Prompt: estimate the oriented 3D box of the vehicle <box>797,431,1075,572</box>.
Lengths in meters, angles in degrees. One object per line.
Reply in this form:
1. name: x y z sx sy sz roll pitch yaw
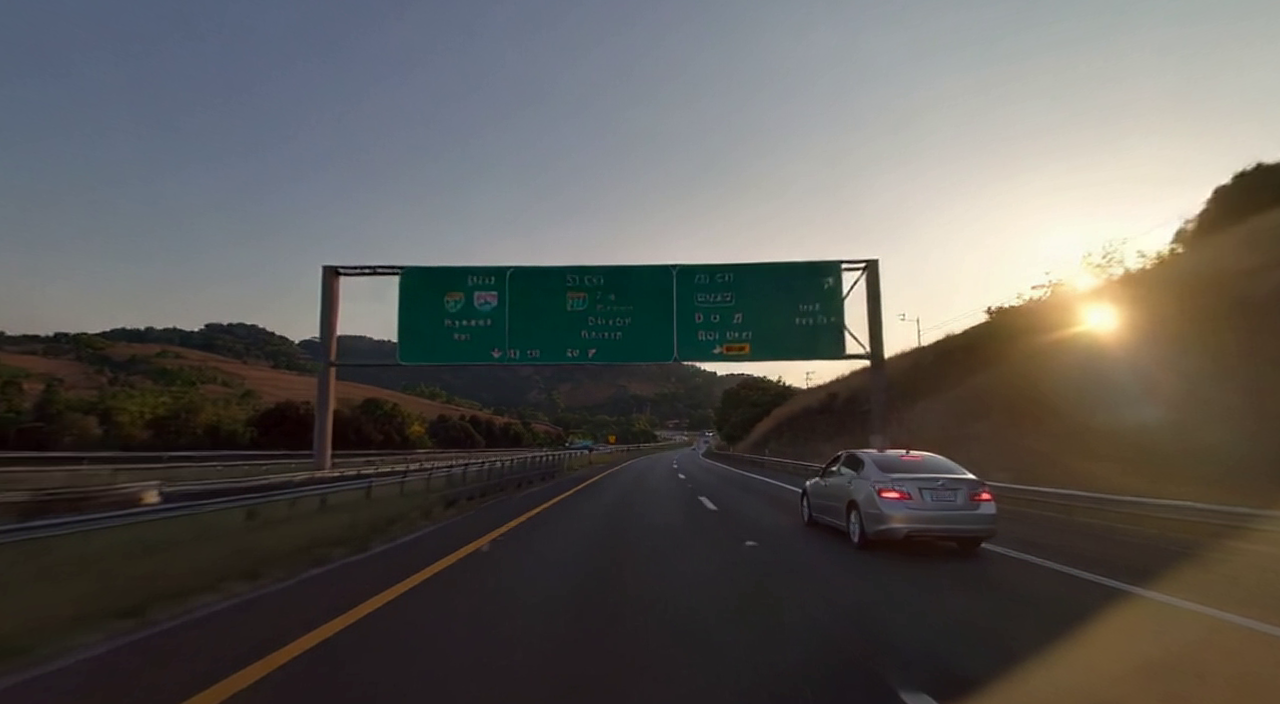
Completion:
1. vehicle: 3.747 1.939 8.969 1.997 1.515 4.025 0 -8 0
